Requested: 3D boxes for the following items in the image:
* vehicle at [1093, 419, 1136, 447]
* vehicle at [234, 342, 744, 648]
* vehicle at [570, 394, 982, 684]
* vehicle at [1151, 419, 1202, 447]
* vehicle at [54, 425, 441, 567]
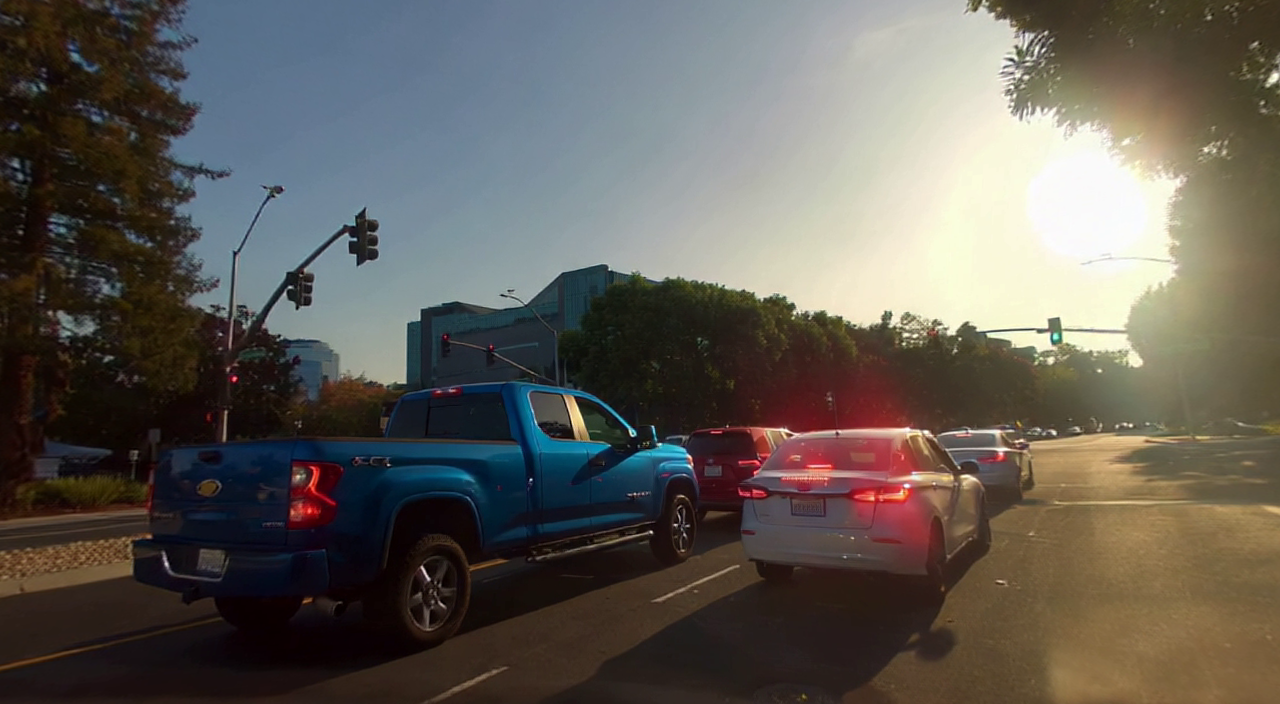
[{"bbox_3d":[32.813,5.668,43.725,2.160,1.790,4.303,-6,-10,35],"label":"vehicle"},{"bbox_3d":[-0.876,1.405,7.464,2.272,2.016,6.146,-5,-10,28],"label":"vehicle"},{"bbox_3d":[1.712,1.375,5.995,2.027,1.549,4.801,-6,-10,35],"label":"vehicle"},{"bbox_3d":[35.814,5.470,42.241,2.183,1.714,4.491,-6,-11,36],"label":"vehicle"},{"bbox_3d":[-5.926,2.137,10.298,1.982,1.712,4.862,-6,-10,34],"label":"vehicle"}]
